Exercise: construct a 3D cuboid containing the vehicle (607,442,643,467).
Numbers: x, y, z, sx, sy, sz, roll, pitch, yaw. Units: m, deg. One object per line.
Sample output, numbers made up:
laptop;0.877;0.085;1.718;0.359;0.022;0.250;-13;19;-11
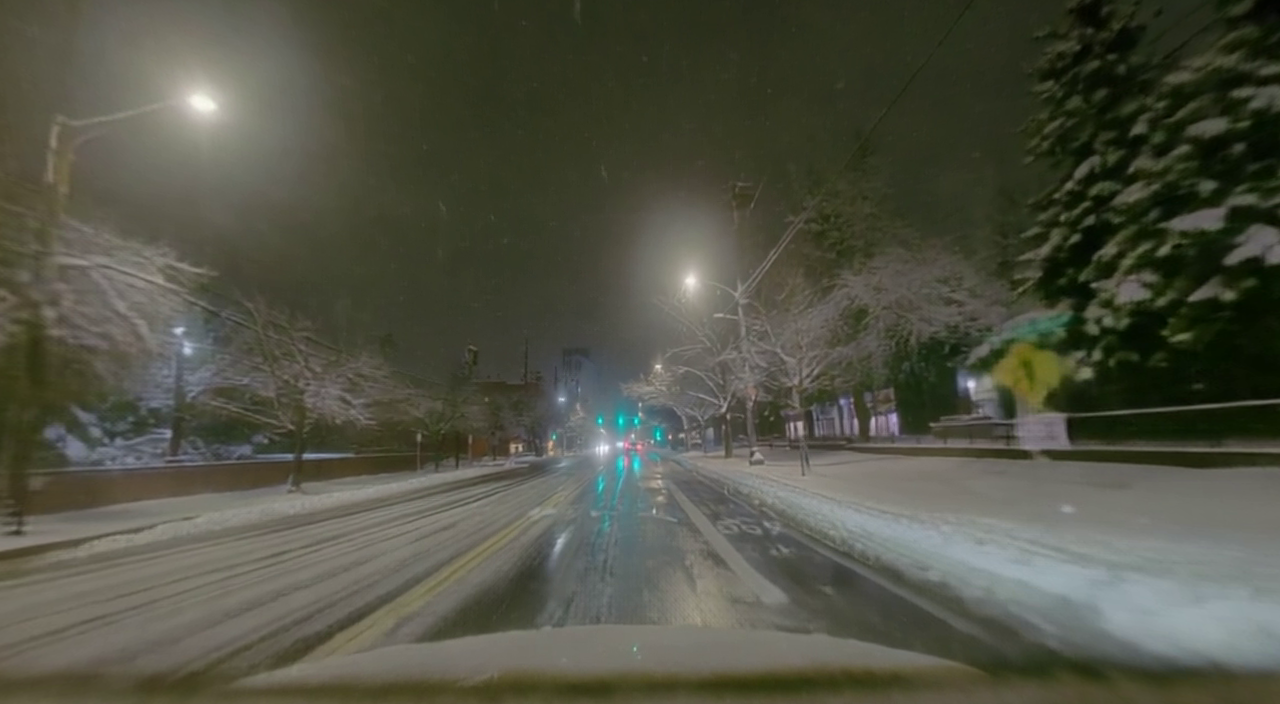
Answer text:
vehicle;-0.899;6.291;38.980;2.131;1.474;4.146;0;-8;-1
